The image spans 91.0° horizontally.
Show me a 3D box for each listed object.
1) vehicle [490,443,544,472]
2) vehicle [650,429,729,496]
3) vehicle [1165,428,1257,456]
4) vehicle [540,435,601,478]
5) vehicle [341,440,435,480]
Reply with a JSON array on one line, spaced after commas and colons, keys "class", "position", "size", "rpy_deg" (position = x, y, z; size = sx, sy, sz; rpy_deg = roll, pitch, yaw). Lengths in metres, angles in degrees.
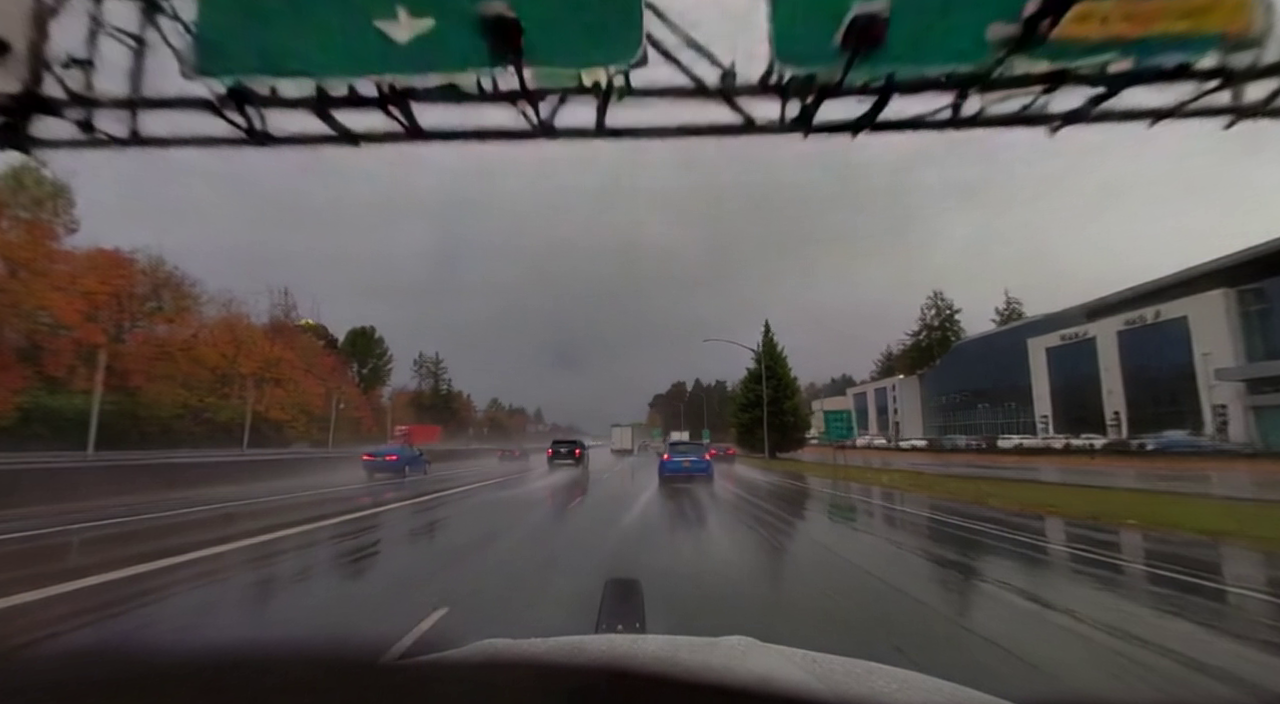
[{"class": "vehicle", "position": [-6.875, 5.932, 35.734], "size": [2.057, 1.496, 4.661], "rpy_deg": [0, -9, 1]}, {"class": "vehicle", "position": [1.390, 3.307, 19.111], "size": [2.101, 1.742, 4.495], "rpy_deg": [0, -9, 1]}, {"class": "vehicle", "position": [38.213, 6.020, 42.212], "size": [4.187, 1.609, 1.944], "rpy_deg": [-3, -7, 0]}, {"class": "vehicle", "position": [-3.000, 4.653, 28.223], "size": [2.111, 1.742, 4.315], "rpy_deg": [0, -9, 1]}, {"class": "vehicle", "position": [-10.677, 4.601, 27.112], "size": [2.006, 1.509, 4.634], "rpy_deg": [0, -9, 1]}]
